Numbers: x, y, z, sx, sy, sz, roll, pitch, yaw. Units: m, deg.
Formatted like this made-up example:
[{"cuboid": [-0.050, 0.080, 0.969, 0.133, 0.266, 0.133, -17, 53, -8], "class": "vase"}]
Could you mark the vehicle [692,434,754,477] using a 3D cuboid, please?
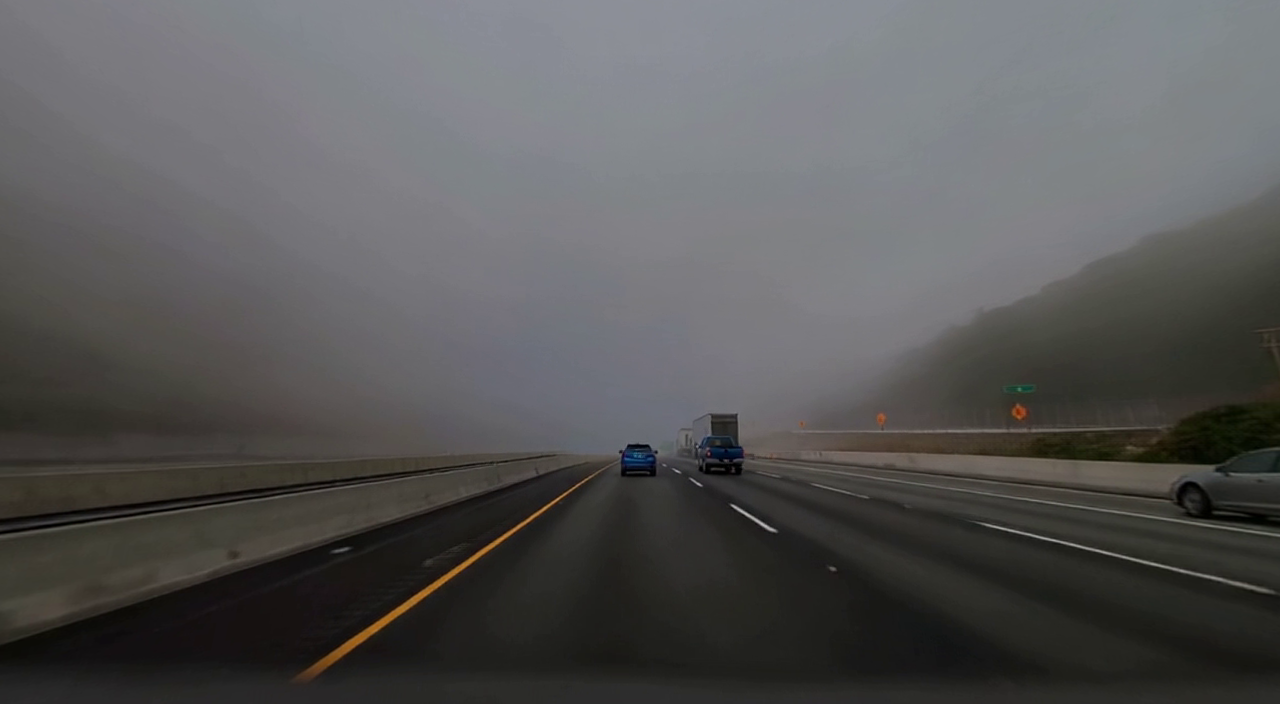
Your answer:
[{"cuboid": [3.686, 4.692, 28.947, 2.098, 1.794, 4.561, 0, -9, -2], "class": "vehicle"}]

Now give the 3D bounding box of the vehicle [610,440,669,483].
[{"cuboid": [-0.070, 4.143, 24.101, 2.083, 1.477, 3.965, 0, -9, -1], "class": "vehicle"}]

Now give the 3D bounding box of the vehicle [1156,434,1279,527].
[{"cuboid": [11.056, 2.043, 10.045, 1.945, 1.451, 4.397, 0, -9, -1], "class": "vehicle"}]
